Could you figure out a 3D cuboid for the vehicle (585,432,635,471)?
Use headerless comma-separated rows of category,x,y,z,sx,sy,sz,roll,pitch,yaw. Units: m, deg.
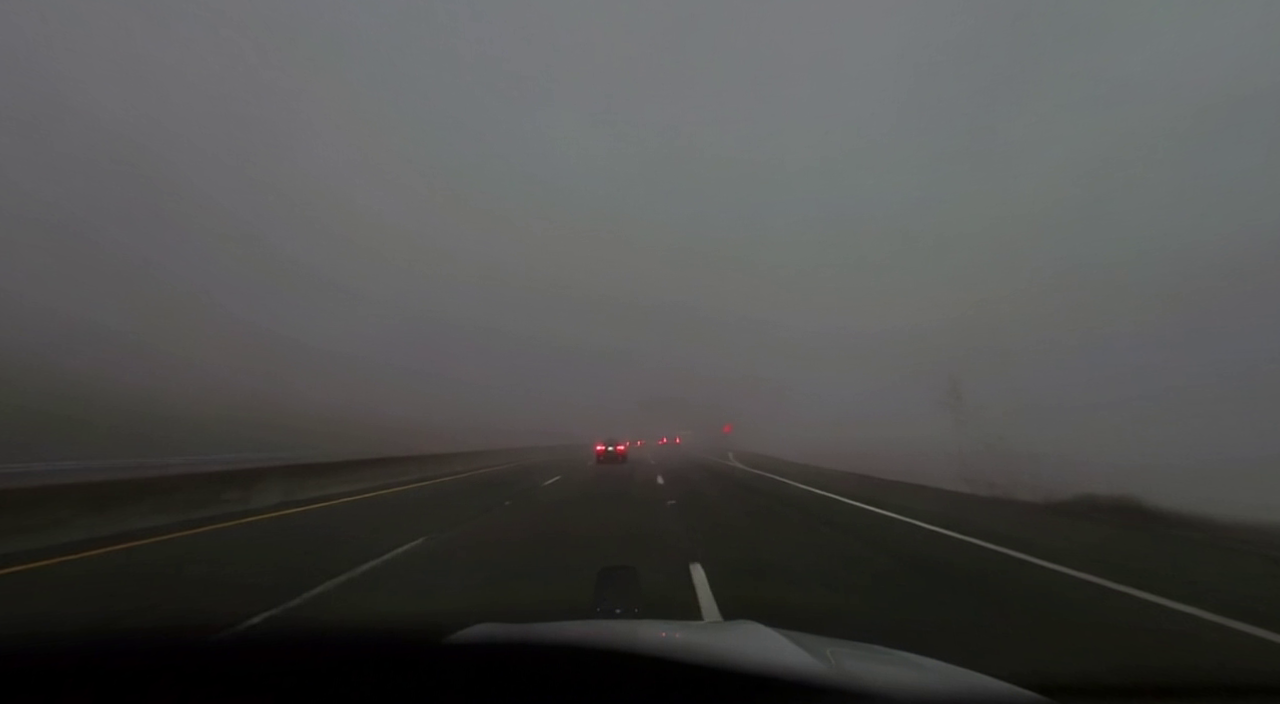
vehicle,-1.256,4.424,28.248,2.039,1.589,4.324,0,-8,0
